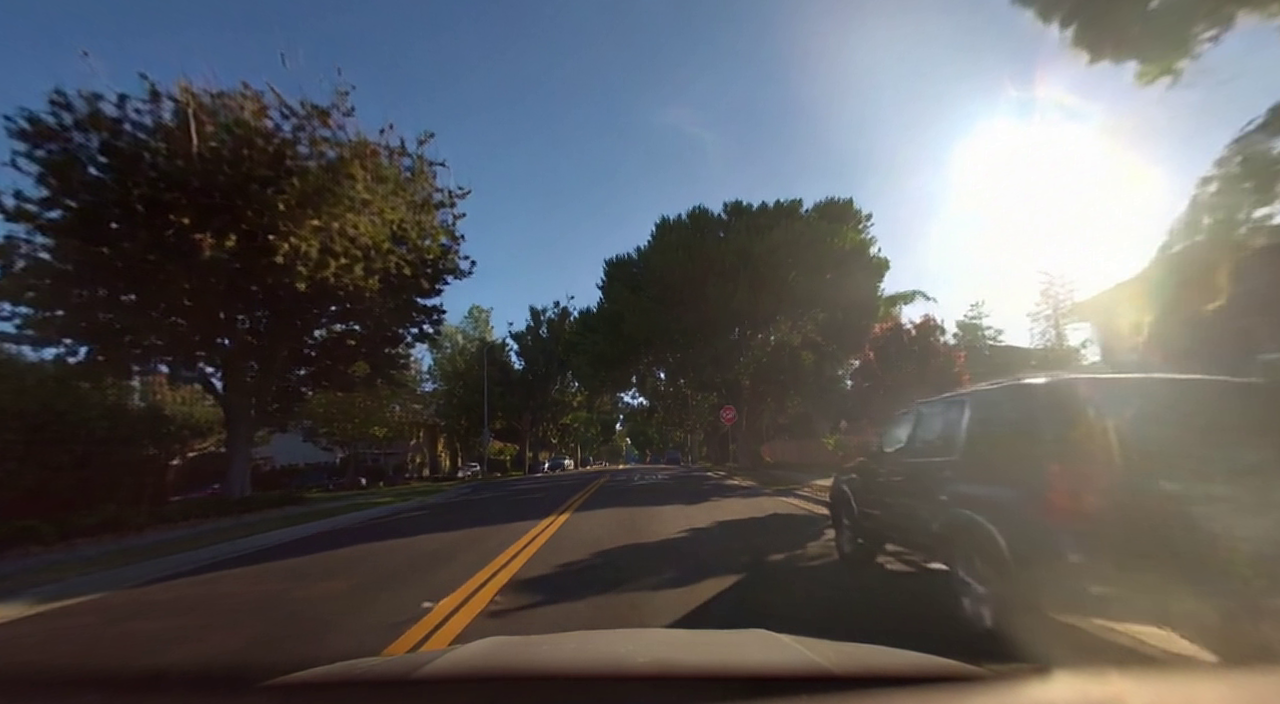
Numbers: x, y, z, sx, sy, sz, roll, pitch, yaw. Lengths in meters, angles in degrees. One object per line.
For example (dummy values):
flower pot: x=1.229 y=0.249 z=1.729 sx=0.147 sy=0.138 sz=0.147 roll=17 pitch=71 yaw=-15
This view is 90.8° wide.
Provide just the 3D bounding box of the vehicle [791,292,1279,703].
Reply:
vehicle: x=2.693 y=1.013 z=4.539 sx=2.109 sy=1.875 sz=4.488 roll=-1 pitch=-8 yaw=1

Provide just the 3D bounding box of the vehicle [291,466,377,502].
vehicle: x=-18.527 y=7.979 z=38.242 sx=4.274 sy=1.626 sz=2.093 roll=-7 pitch=-9 yaw=10
